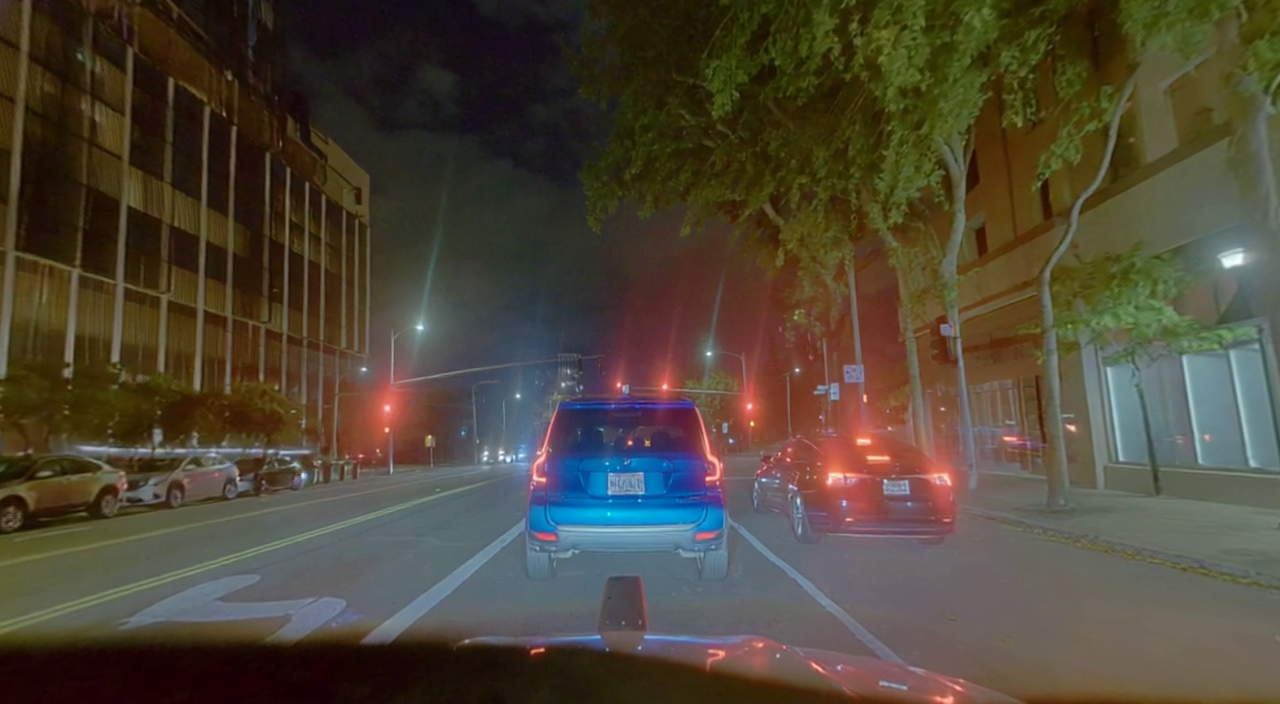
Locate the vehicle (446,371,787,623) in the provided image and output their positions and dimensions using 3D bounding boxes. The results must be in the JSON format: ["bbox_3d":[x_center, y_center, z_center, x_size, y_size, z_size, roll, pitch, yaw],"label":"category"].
[{"bbox_3d":[-0.163,1.361,6.773,2.453,1.816,4.300,0,-8,0],"label":"vehicle"}]

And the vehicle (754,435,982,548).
[{"bbox_3d":[3.289,2.086,10.099,2.056,1.422,4.130,0,-8,-1],"label":"vehicle"}]

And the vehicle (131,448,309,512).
[{"bbox_3d":[-12.460,3.786,19.134,2.207,1.648,4.675,0,-8,-1],"label":"vehicle"}]

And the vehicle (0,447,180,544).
[{"bbox_3d":[-12.533,2.915,13.468,1.891,1.723,4.360,0,-8,1],"label":"vehicle"}]

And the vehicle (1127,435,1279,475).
[{"bbox_3d":[22.176,4.049,24.956,4.055,1.469,1.848,-4,-9,26],"label":"vehicle"}]

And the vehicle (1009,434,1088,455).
[{"bbox_3d":[31.305,7.098,48.149,5.224,1.515,2.164,3,-9,-18],"label":"vehicle"}]
